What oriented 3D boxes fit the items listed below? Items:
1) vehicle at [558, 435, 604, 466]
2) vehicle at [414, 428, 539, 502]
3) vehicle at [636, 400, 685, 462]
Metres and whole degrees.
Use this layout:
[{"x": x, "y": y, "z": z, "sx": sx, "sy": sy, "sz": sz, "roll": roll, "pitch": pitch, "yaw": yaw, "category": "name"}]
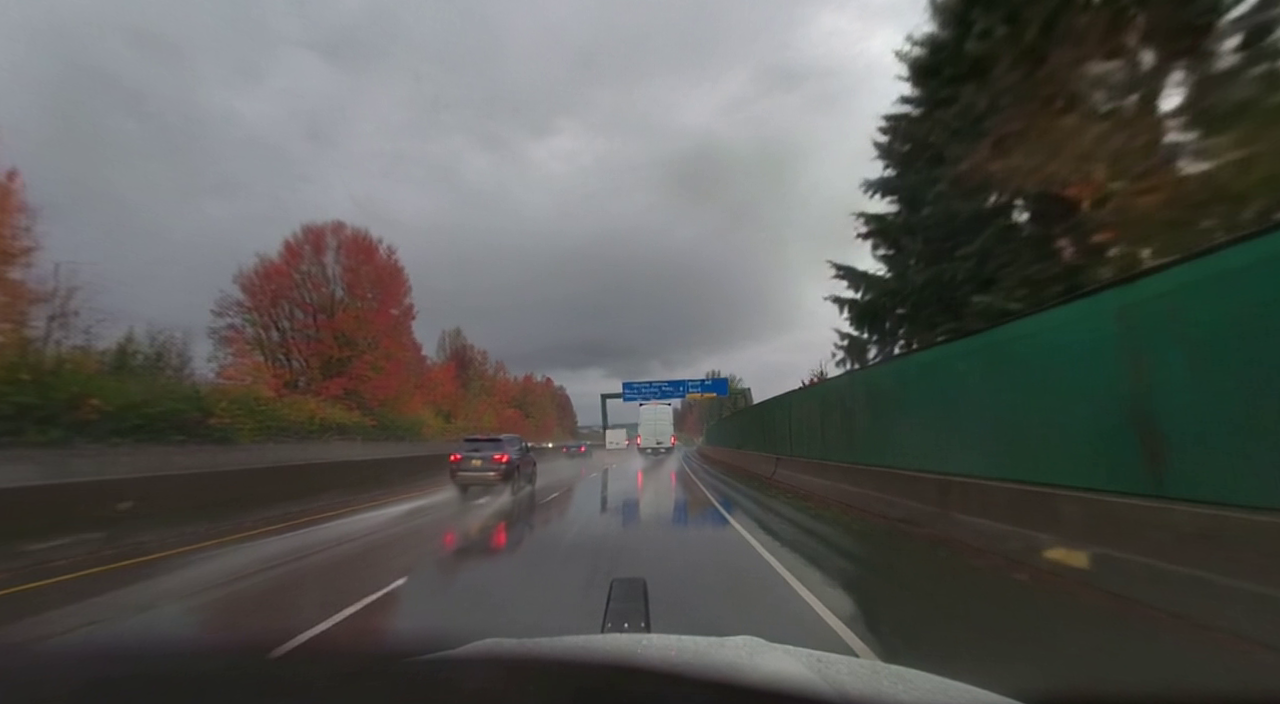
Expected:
[{"x": -3.176, "y": 5.411, "z": 34.636, "sx": 1.962, "sy": 1.575, "sz": 4.158, "roll": 0, "pitch": -8, "yaw": 2, "category": "vehicle"}, {"x": -3.797, "y": 2.680, "z": 15.371, "sx": 1.927, "sy": 1.556, "sz": 3.921, "roll": 0, "pitch": -8, "yaw": 1, "category": "vehicle"}, {"x": 1.377, "y": 5.481, "z": 43.090, "sx": 2.933, "sy": 3.701, "sz": 10.425, "roll": 0, "pitch": -8, "yaw": 2, "category": "vehicle"}]
